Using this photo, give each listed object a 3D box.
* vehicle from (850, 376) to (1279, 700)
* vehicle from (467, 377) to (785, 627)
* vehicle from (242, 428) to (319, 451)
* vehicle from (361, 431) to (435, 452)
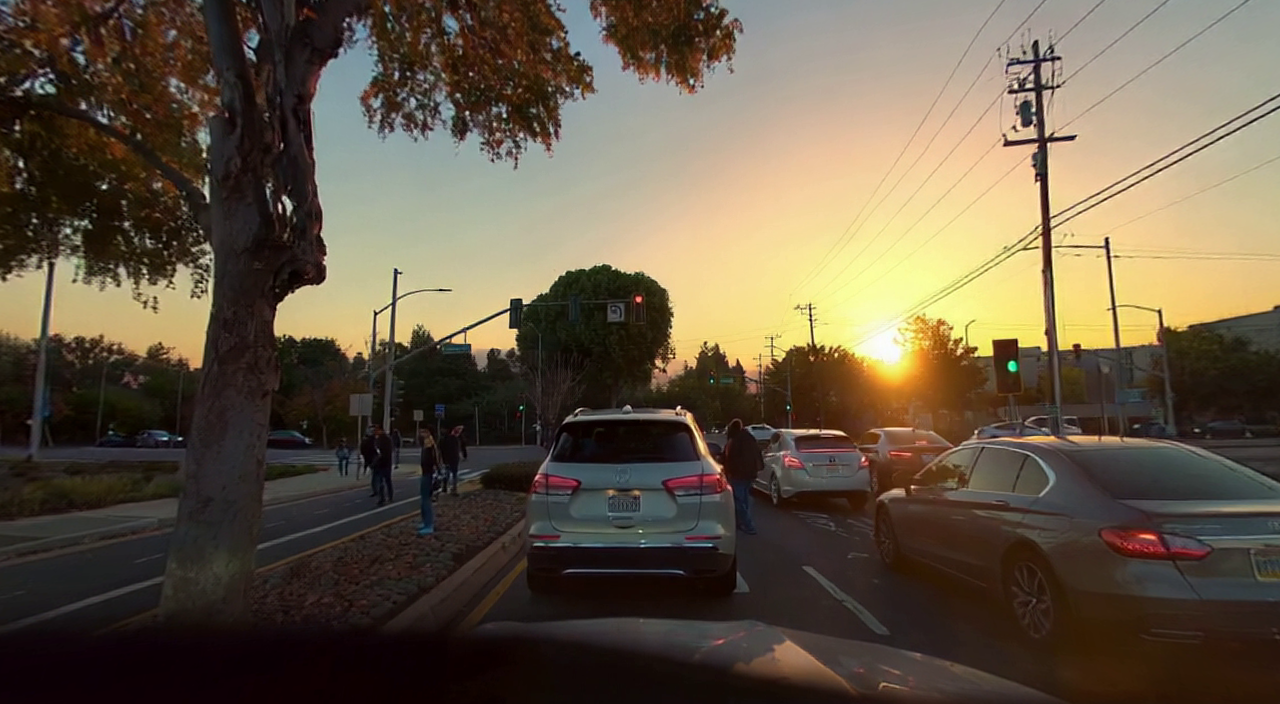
[{"bbox_3d":[3.552,1.287,5.559,1.948,1.677,4.437,0,-8,1],"label":"vehicle"},{"bbox_3d":[-0.150,1.395,6.831,2.271,1.786,4.443,0,-8,-1],"label":"vehicle"},{"bbox_3d":[-26.835,6.535,47.209,4.587,1.639,1.878,0,-8,1],"label":"vehicle"},{"bbox_3d":[-17.748,6.561,46.359,4.607,1.478,1.995,0,-8,0],"label":"vehicle"}]
